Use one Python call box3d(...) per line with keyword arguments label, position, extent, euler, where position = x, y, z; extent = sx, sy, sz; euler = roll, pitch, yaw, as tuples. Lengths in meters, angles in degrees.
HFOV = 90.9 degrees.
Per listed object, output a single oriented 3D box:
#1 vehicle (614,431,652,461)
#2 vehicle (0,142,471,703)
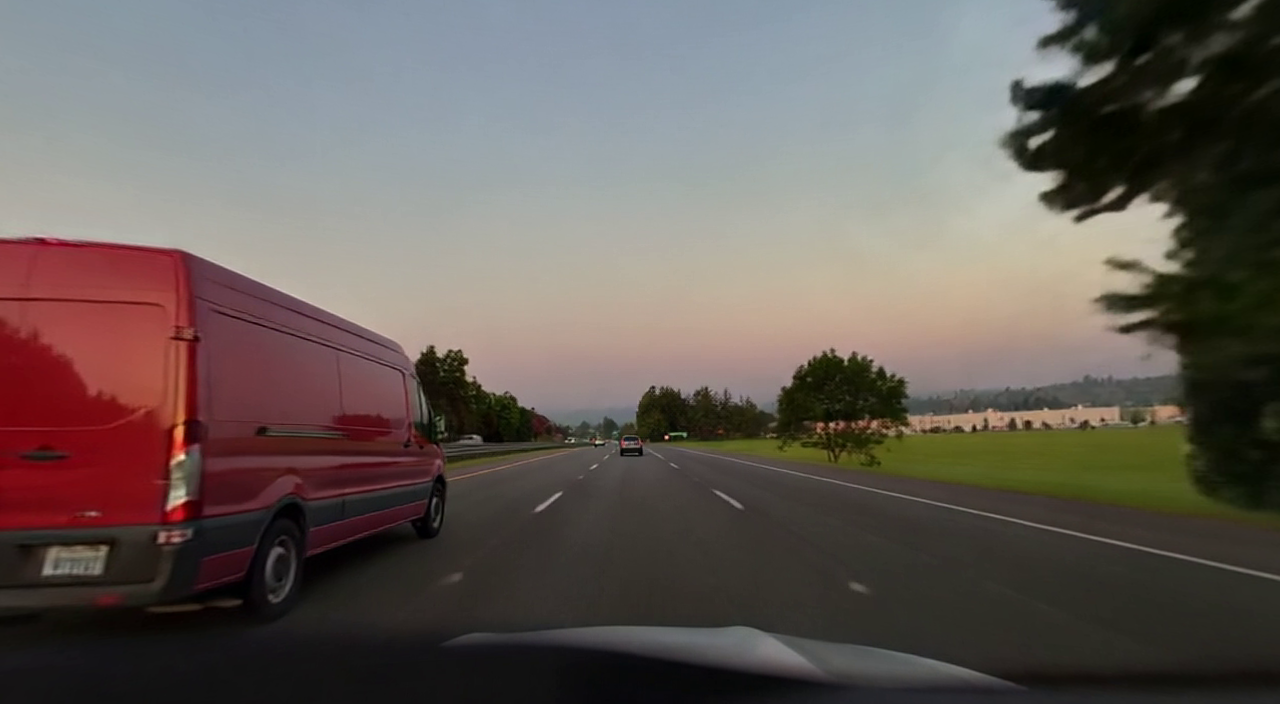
box3d(label="vehicle", position=(-0.425, 5.569, 37.534), extent=(2.104, 1.646, 4.176), euler=(0, -8, -1))
box3d(label="vehicle", position=(-3.427, 0.745, 5.457), extent=(2.424, 2.577, 5.828), euler=(0, -8, -2))
